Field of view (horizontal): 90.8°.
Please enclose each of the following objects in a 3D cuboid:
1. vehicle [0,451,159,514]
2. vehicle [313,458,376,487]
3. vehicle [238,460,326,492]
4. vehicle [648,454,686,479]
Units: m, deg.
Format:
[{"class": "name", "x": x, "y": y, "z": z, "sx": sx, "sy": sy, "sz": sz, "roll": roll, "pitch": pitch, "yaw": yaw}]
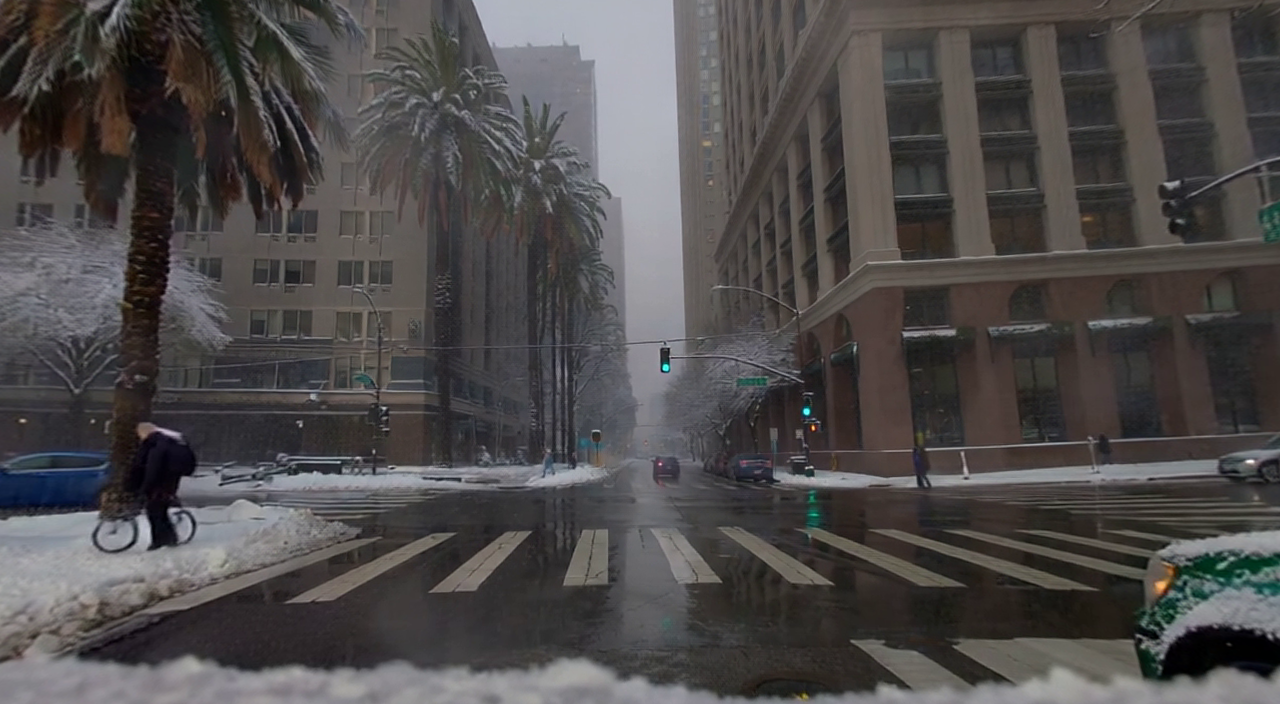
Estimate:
[{"class": "vehicle", "x": -16.474, "y": 3.598, "z": 17.719, "sx": 4.499, "sy": 1.594, "sz": 1.898, "roll": 5, "pitch": -10, "yaw": -33}, {"class": "vehicle", "x": -20.129, "y": 8.201, "z": 43.282, "sx": 2.043, "sy": 1.745, "sz": 4.420, "roll": 0, "pitch": -8, "yaw": 1}, {"class": "vehicle", "x": -19.933, "y": 6.910, "z": 35.466, "sx": 2.069, "sy": 1.540, "sz": 4.774, "roll": 0, "pitch": -8, "yaw": 2}, {"class": "vehicle", "x": 1.777, "y": 7.841, "z": 43.556, "sx": 2.000, "sy": 1.525, "sz": 4.273, "roll": 1, "pitch": -8, "yaw": -6}]
